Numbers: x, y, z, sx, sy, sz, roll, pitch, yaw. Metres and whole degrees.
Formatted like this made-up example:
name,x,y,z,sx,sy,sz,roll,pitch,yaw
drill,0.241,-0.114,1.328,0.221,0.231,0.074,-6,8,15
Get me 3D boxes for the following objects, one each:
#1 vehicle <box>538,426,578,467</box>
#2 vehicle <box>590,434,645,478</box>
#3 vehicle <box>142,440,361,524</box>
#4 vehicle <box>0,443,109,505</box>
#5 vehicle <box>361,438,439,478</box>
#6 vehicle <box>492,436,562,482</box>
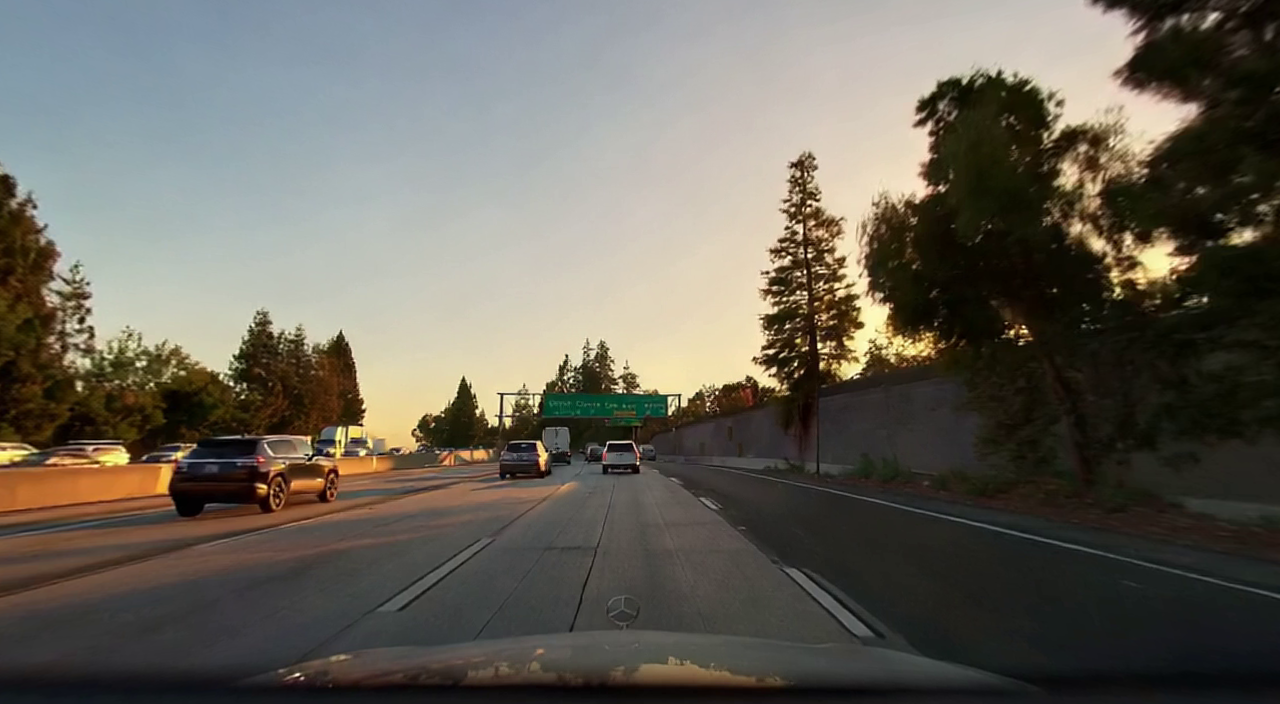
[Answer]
name,x,y,z,sx,sy,sz,roll,pitch,yaw
vehicle,-5.587,6.527,43.765,2.279,2.672,5.256,0,-8,-2
vehicle,-0.913,4.230,25.893,2.092,1.671,3.772,0,-8,-2
vehicle,-7.908,2.644,13.480,1.896,1.465,4.399,0,-8,-1
vehicle,-16.396,3.075,16.133,1.849,1.473,4.487,0,-8,-3
vehicle,-11.854,5.257,31.581,2.079,1.807,5.187,0,-8,-2
vehicle,-4.311,4.152,24.736,2.005,1.631,4.295,0,-8,-1
